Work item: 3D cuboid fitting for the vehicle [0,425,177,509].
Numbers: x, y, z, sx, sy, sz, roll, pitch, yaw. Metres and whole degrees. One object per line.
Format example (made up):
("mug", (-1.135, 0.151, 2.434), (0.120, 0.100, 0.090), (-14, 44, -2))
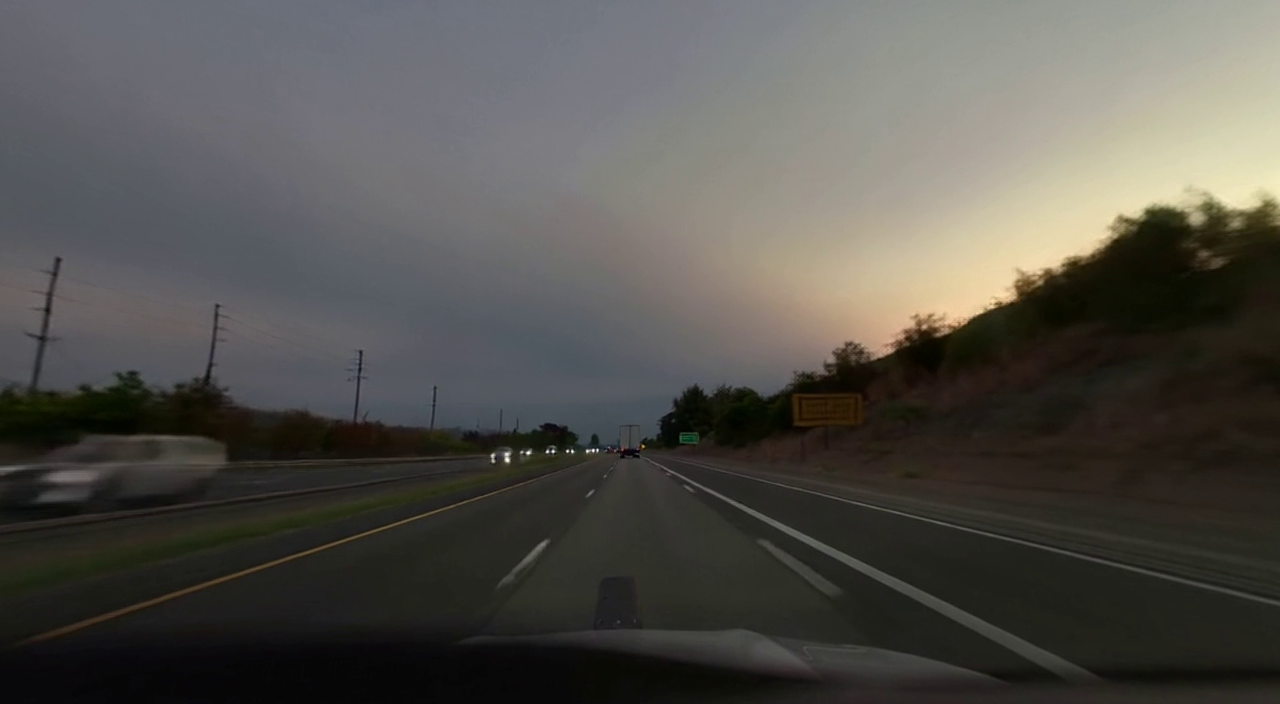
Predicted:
("vehicle", (-12.183, 2.308, 12.820), (2.027, 1.452, 4.580), (0, -9, 0))
